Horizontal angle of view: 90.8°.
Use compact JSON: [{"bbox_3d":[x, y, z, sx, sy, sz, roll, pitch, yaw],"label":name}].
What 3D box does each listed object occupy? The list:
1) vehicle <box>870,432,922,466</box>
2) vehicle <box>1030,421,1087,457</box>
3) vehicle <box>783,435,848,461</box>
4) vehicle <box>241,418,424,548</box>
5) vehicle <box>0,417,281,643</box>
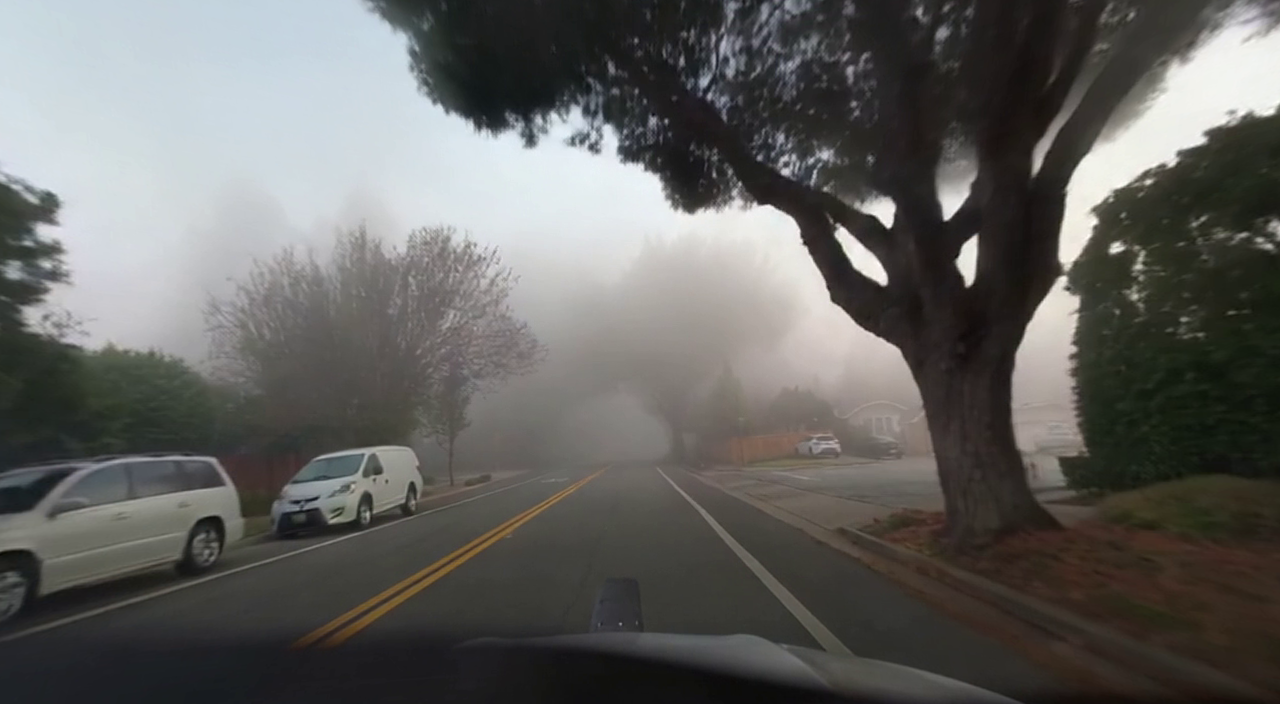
[{"bbox_3d":[13.784,5.190,33.839,1.860,1.697,4.292,-5,-10,30],"label":"vehicle"},{"bbox_3d":[21.775,4.557,33.026,1.956,1.632,3.922,-9,-11,27],"label":"vehicle"},{"bbox_3d":[9.354,5.186,34.094,1.922,1.263,4.664,0,-9,-3],"label":"vehicle"},{"bbox_3d":[-6.827,2.928,14.606,2.057,2.317,4.386,-6,-10,-1],"label":"vehicle"},{"bbox_3d":[-6.912,2.098,7.859,2.173,2.020,4.770,-6,-10,-1],"label":"vehicle"}]
